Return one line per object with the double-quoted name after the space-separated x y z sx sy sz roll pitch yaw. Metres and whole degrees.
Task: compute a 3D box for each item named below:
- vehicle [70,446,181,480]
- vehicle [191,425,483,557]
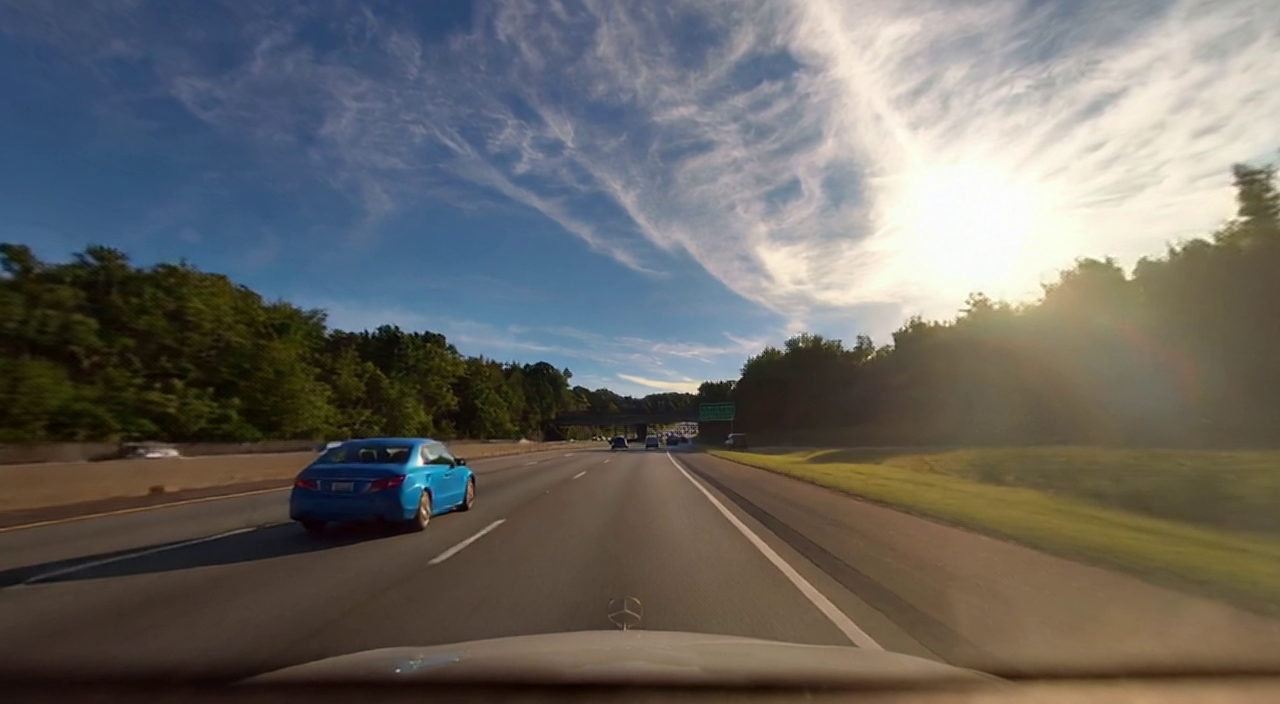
-23.173 4.984 28.556 1.768 1.432 3.791 0 -8 1 "vehicle"
-3.966 1.882 9.332 1.996 1.454 4.495 0 -8 1 "vehicle"
